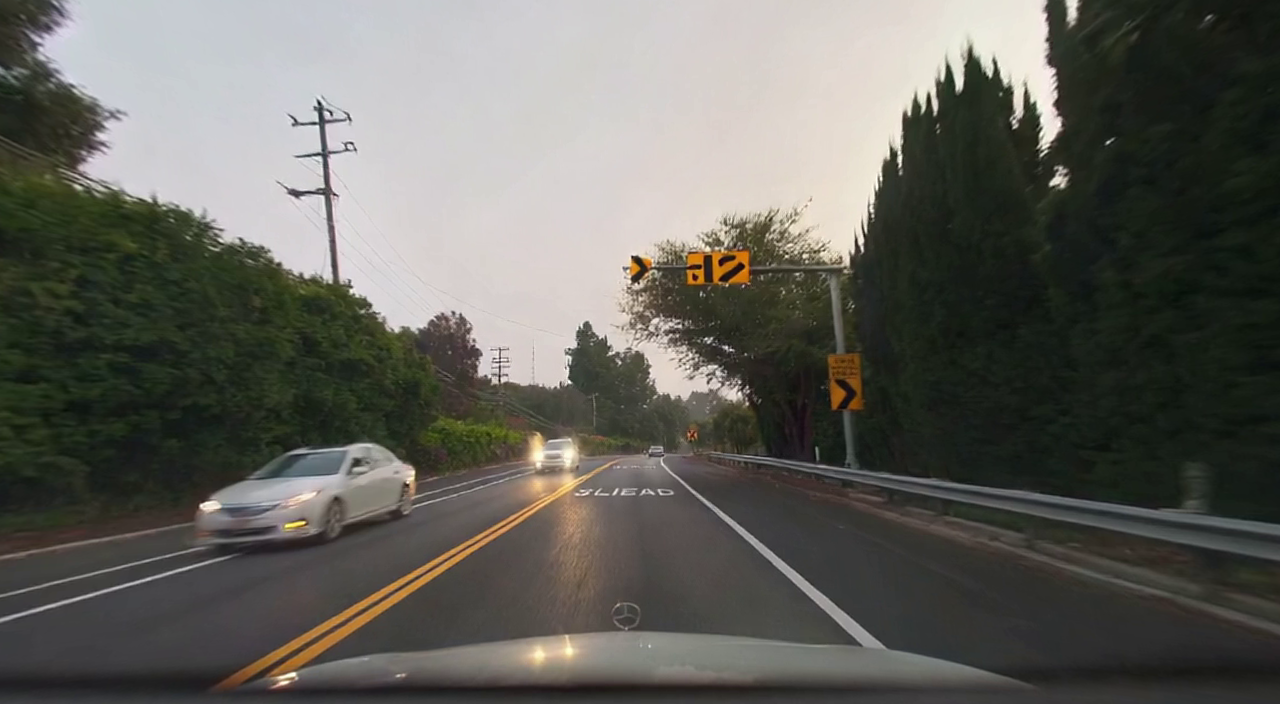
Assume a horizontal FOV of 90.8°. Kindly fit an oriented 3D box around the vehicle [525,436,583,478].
[{"bbox_3d":[-3.955,4.894,29.655,2.018,1.702,4.423,-3,-9,1],"label":"vehicle"}]

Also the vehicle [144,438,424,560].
[{"bbox_3d":[-5.264,2.199,10.238,2.023,1.511,4.355,0,-9,-1],"label":"vehicle"}]
